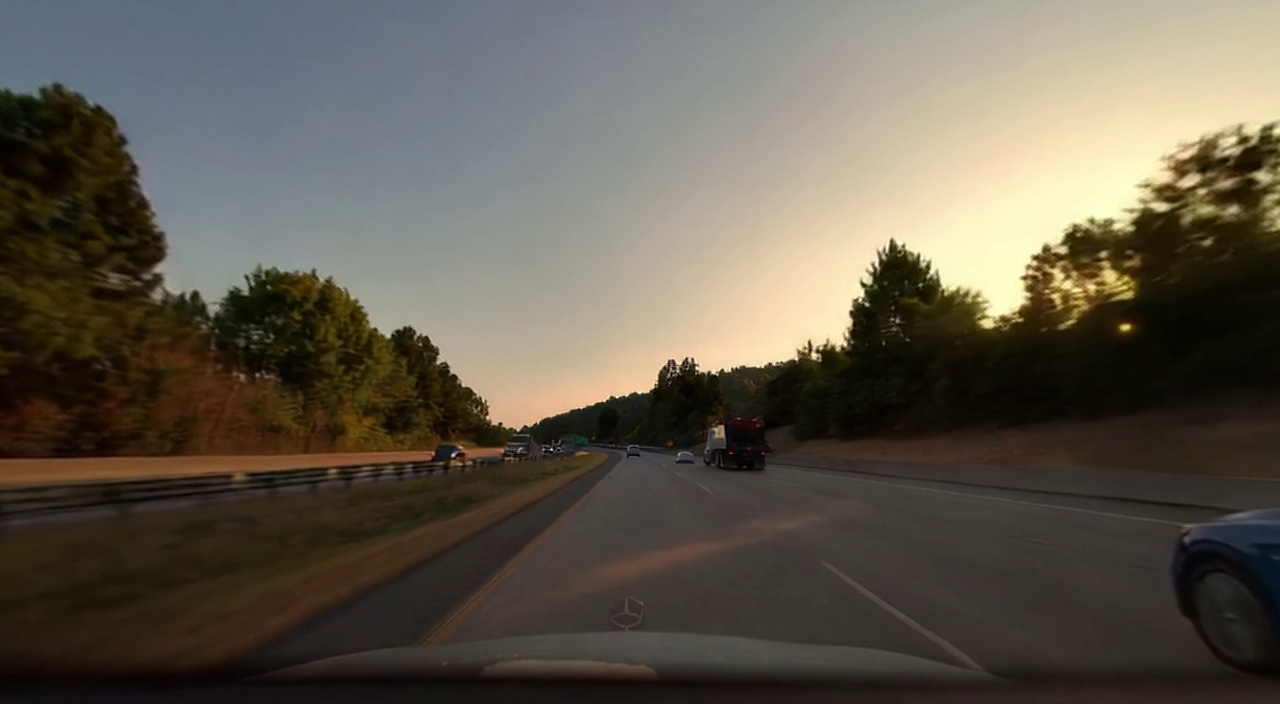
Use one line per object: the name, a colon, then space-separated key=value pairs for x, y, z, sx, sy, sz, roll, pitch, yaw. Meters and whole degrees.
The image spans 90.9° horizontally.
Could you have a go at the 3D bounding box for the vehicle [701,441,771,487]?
vehicle: x=3.651 y=4.368 z=24.832 sx=2.022 sy=1.658 sz=4.132 roll=0 pitch=-9 yaw=-1

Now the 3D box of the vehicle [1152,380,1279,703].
vehicle: x=3.878 y=0.719 z=1.434 sx=2.005 sy=1.604 sz=4.002 roll=0 pitch=-9 yaw=0
